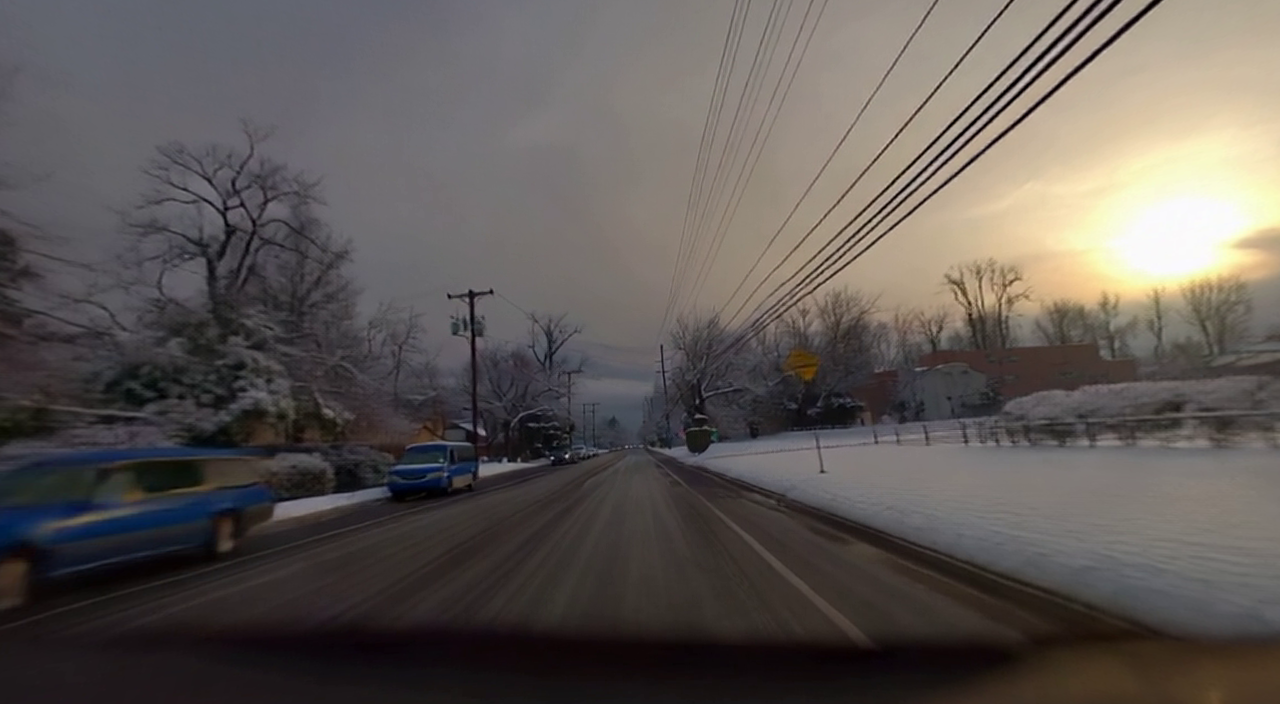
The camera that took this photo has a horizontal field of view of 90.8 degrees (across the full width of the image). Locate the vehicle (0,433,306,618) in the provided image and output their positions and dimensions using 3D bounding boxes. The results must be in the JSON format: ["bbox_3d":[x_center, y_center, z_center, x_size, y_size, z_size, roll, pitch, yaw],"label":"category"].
[{"bbox_3d":[-6.446,1.910,7.671,2.129,1.556,4.778,-4,-9,1],"label":"vehicle"}]

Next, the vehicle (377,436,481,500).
[{"bbox_3d":[-6.713,3.742,20.607,1.923,1.687,4.511,-4,-9,-1],"label":"vehicle"}]
